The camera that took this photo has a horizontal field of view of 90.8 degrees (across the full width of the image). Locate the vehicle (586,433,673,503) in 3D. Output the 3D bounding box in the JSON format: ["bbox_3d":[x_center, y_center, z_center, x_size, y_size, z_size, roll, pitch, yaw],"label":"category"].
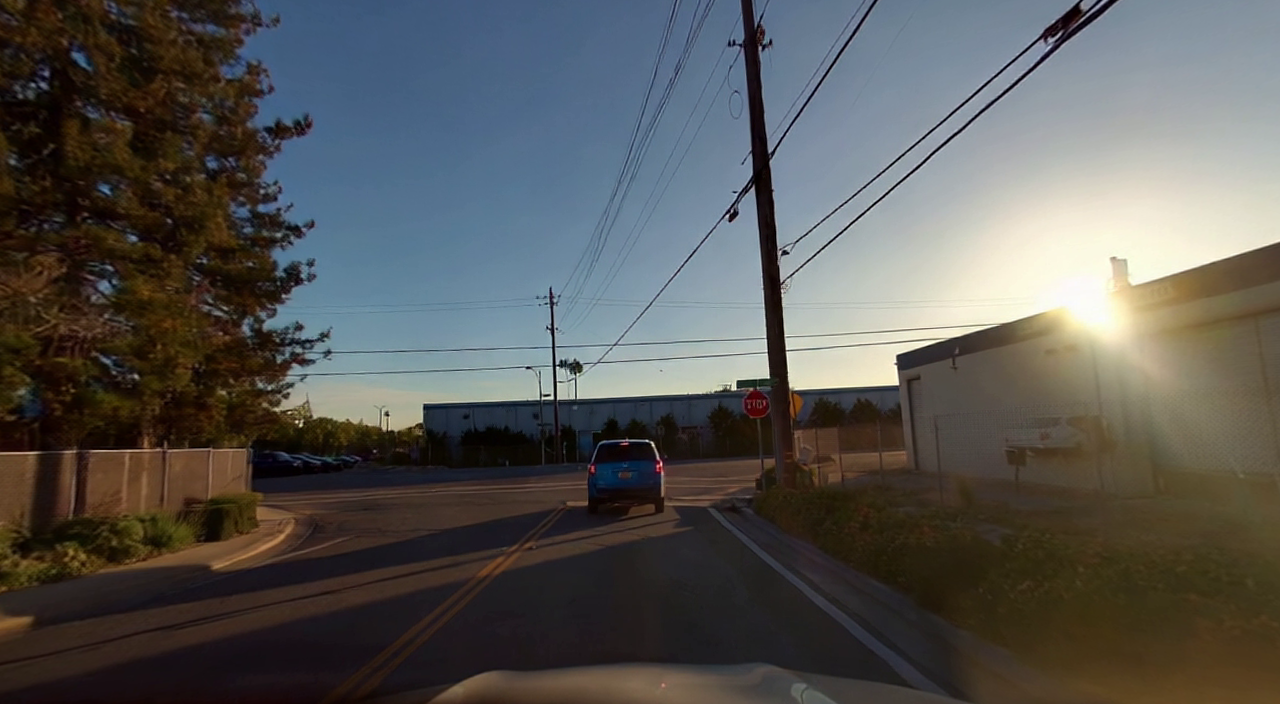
[{"bbox_3d":[-0.353,3.185,17.743,2.137,1.698,4.166,0,-8,-3],"label":"vehicle"}]

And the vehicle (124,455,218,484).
[{"bbox_3d":[-30.527,7.634,41.228,4.415,1.753,2.029,0,-8,0],"label":"vehicle"}]
